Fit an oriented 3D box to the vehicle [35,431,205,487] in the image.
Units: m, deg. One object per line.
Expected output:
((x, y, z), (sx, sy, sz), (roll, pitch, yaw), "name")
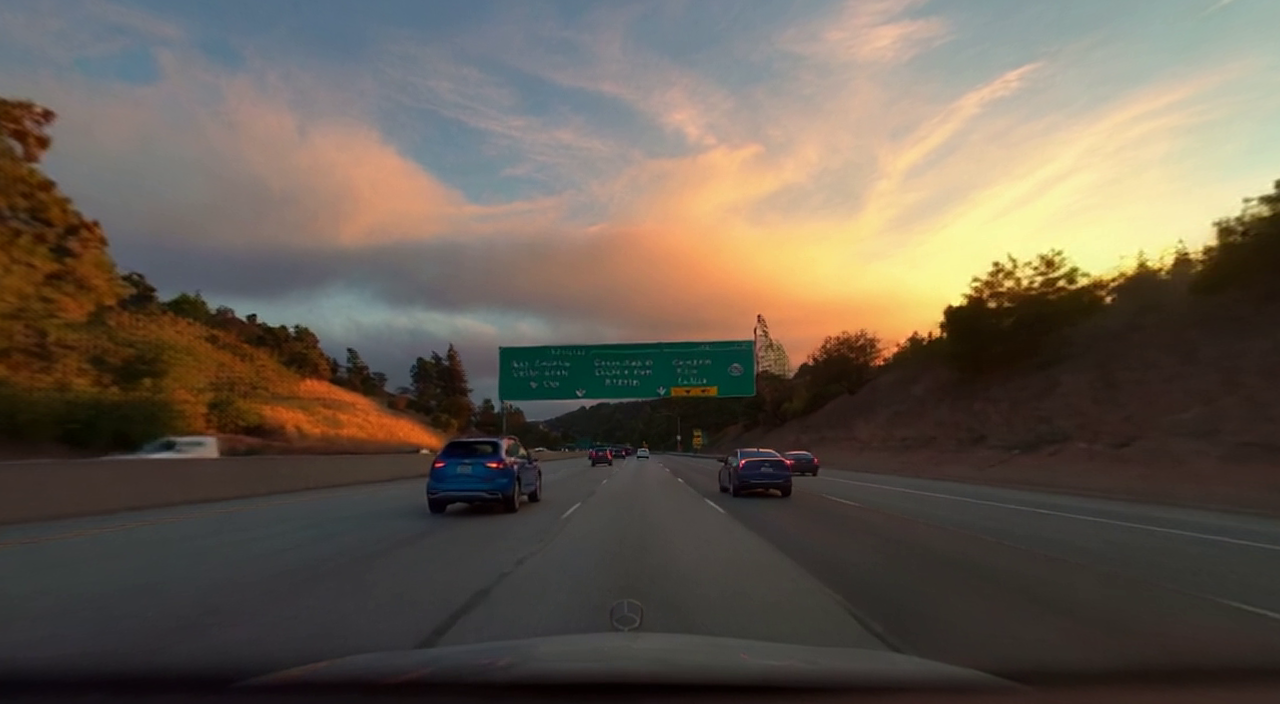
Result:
((-21.726, 4.506, 26.771), (2.319, 2.090, 5.628), (0, -9, 1), "vehicle")

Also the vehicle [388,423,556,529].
((-3.114, 2.414, 12.835), (2.137, 1.756, 4.453), (0, -9, 1), "vehicle")

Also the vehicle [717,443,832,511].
((3.272, 3.118, 16.181), (1.979, 1.486, 4.125), (0, -9, -1), "vehicle")
